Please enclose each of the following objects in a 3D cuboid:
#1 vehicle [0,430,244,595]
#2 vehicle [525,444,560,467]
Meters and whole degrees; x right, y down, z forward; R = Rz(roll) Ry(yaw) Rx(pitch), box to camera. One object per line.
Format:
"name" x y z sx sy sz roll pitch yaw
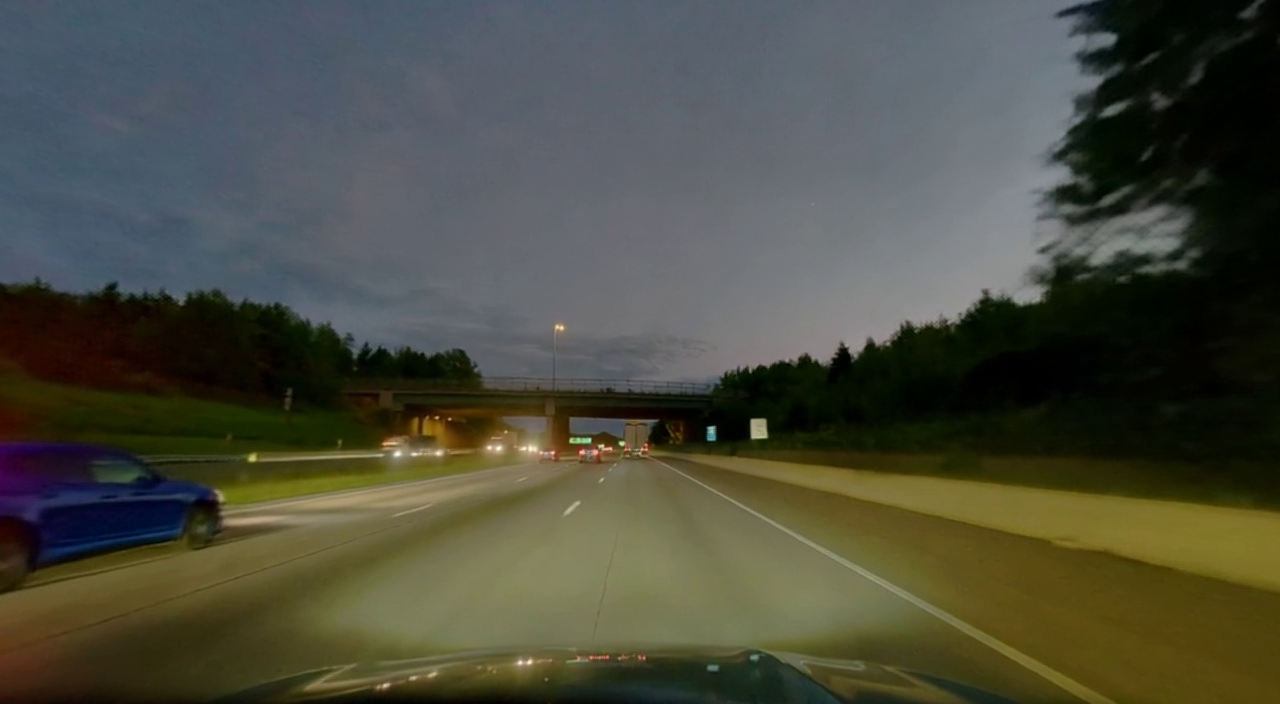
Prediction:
"vehicle" -6.847 1.640 6.876 2.038 1.489 4.603 0 -9 0
"vehicle" -7.431 7.915 48.484 2.014 1.633 4.090 0 -9 -1
